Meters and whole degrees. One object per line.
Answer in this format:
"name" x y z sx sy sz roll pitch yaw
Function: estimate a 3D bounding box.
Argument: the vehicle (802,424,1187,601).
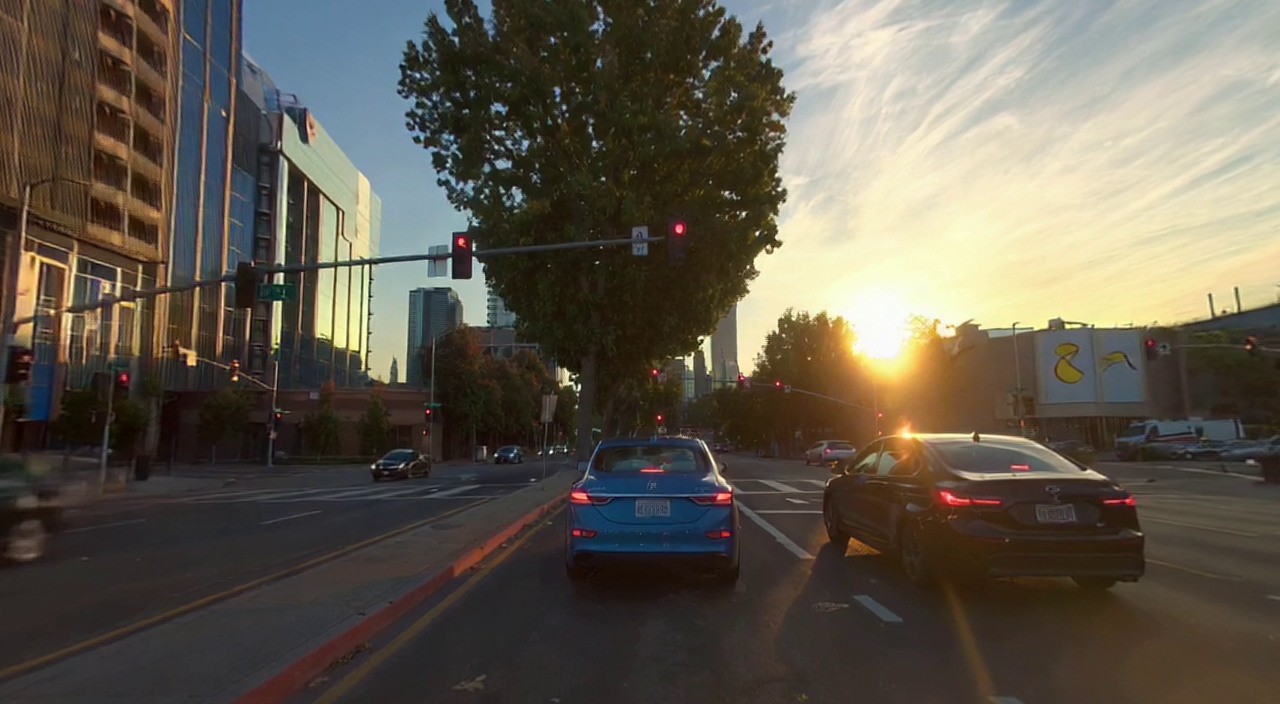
"vehicle" 3.629 1.724 7.737 2.018 1.491 4.544 0 -9 -1

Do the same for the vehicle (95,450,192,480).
"vehicle" -26.686 6.062 34.051 3.657 1.528 1.783 1 -9 -3

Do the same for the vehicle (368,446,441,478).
"vehicle" -11.764 5.500 31.844 1.922 1.466 4.422 0 -9 1

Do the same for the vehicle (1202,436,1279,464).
"vehicle" 35.225 5.582 36.142 4.190 1.535 1.998 0 -9 -1

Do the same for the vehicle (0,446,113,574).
"vehicle" -8.468 1.706 6.495 2.090 1.475 4.616 0 -9 1

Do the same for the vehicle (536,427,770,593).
"vehicle" 0.094 1.726 7.733 2.087 1.468 4.014 0 -9 -1
